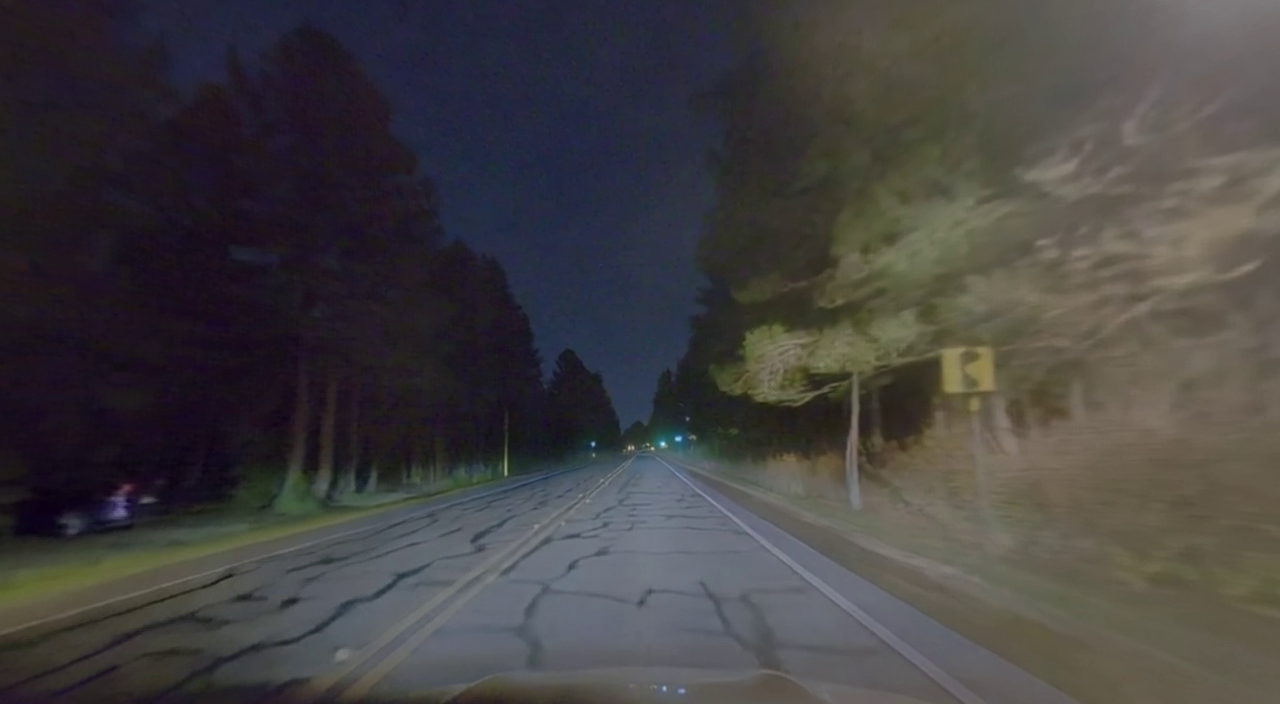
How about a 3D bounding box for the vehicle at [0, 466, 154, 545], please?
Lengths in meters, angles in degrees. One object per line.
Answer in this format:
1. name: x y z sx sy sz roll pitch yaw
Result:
1. vehicle: -12.862 3.080 12.878 4.266 1.425 1.759 0 -9 -3
